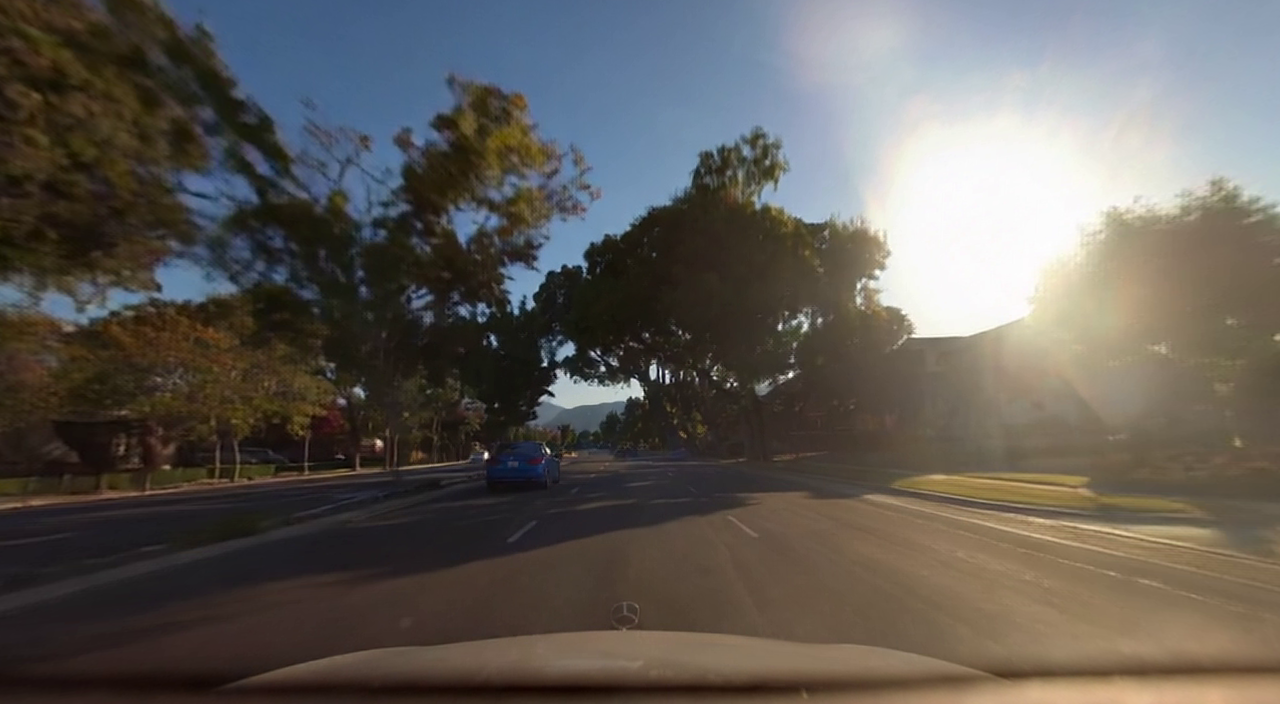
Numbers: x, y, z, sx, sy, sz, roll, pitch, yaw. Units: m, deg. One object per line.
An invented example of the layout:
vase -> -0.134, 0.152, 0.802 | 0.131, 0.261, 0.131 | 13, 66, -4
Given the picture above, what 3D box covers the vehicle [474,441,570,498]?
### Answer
vehicle -> -3.343, 3.396, 18.721 | 2.005, 1.477, 4.169 | 0, -8, 0
